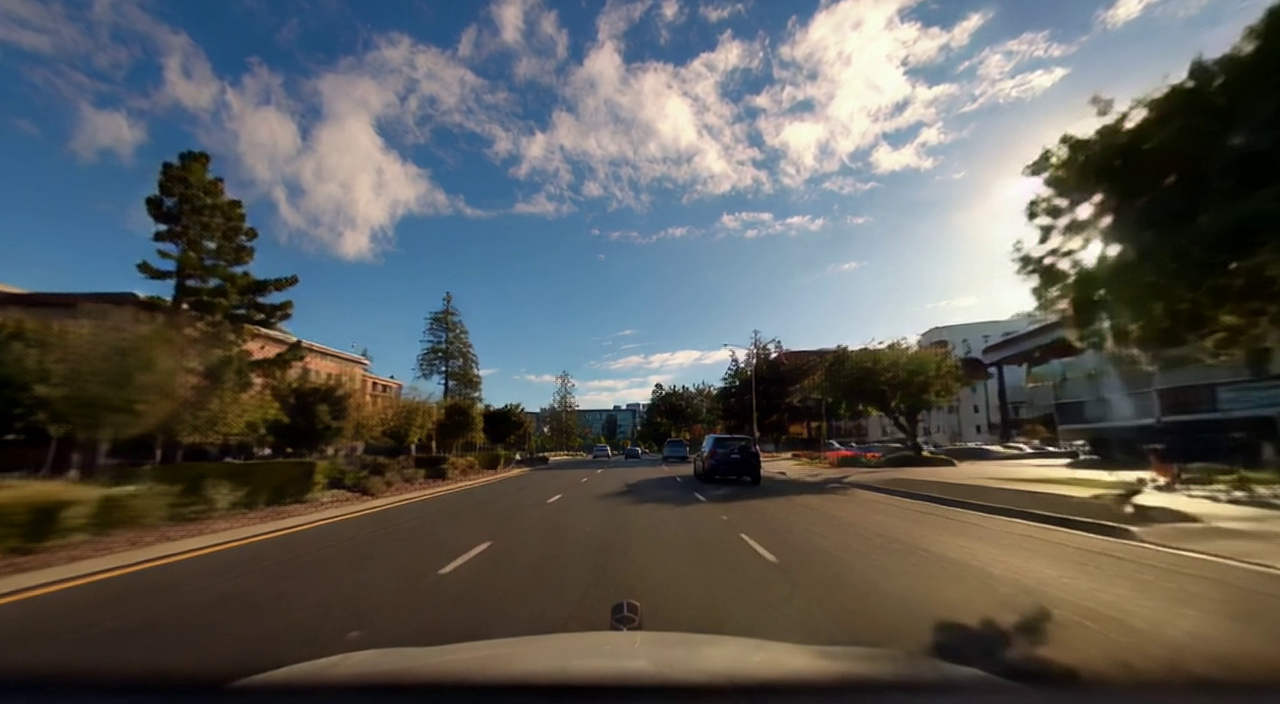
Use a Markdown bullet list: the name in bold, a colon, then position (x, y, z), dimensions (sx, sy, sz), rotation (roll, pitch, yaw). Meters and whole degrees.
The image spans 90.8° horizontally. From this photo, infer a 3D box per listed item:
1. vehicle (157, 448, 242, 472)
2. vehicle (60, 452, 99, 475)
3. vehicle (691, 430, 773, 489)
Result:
- **vehicle**: position (-33.516, 8.244, 48.170), dimensions (4.932, 1.730, 1.939), rotation (0, -8, -3)
- **vehicle**: position (-41.850, 8.270, 47.226), dimensions (1.971, 1.581, 4.186), rotation (7, -11, -40)
- **vehicle**: position (3.039, 3.684, 21.931), dimensions (2.060, 1.816, 4.343), rotation (0, -8, -2)
